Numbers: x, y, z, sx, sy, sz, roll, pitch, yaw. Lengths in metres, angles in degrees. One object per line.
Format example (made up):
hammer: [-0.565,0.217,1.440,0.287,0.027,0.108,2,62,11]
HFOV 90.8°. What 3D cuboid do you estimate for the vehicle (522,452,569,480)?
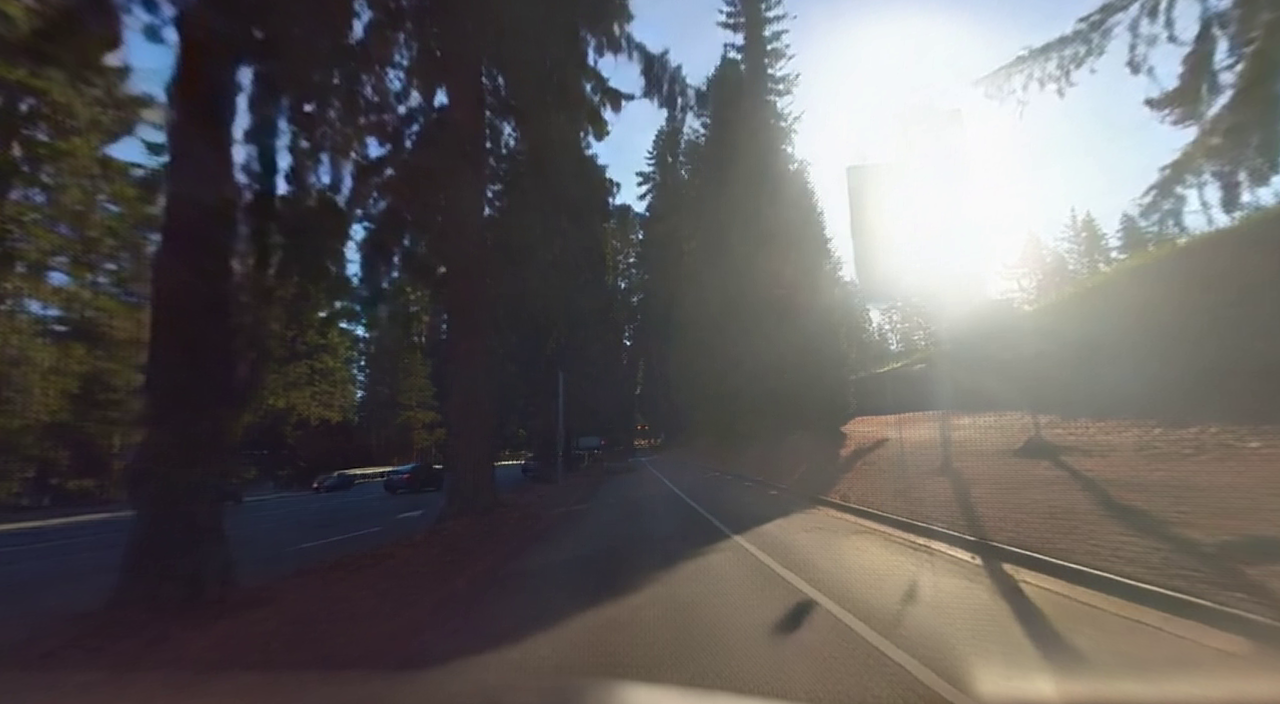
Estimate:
vehicle: [-6.123,7.460,41.551,2.049,1.699,4.860,-1,-9,4]

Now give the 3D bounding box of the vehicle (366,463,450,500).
vehicle: [-11.110,6.214,30.692,1.886,1.535,4.742,-1,-9,6]
